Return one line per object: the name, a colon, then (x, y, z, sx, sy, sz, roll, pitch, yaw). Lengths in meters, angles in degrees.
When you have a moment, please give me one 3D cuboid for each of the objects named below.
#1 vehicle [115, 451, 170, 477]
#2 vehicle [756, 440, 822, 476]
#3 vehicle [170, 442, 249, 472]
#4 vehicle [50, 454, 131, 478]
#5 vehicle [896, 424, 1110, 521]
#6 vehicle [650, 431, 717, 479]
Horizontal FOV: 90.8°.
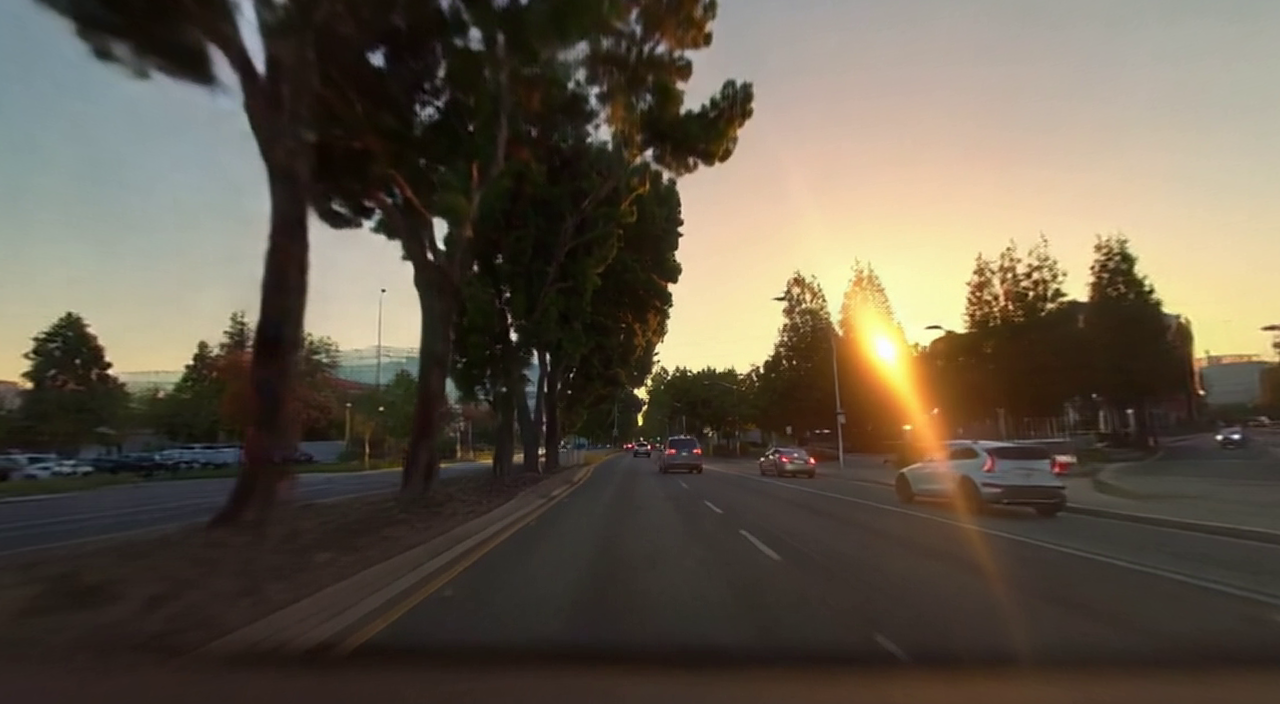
vehicle: (-30.059, 6.736, 38.254, 1.779, 1.363, 4.265, 4, -9, -28)
vehicle: (7.062, 5.062, 30.456, 2.029, 1.548, 4.422, 0, -8, -1)
vehicle: (-29.964, 7.281, 44.063, 3.883, 1.989, 2.208, -1, -9, 6)
vehicle: (-34.780, 7.196, 40.124, 1.700, 1.337, 3.735, 0, -8, 3)
vehicle: (7.363, 2.468, 13.443, 2.025, 1.719, 4.161, 0, -8, 0)
vehicle: (1.675, 4.244, 26.272, 2.227, 1.794, 4.457, 0, -8, -3)
